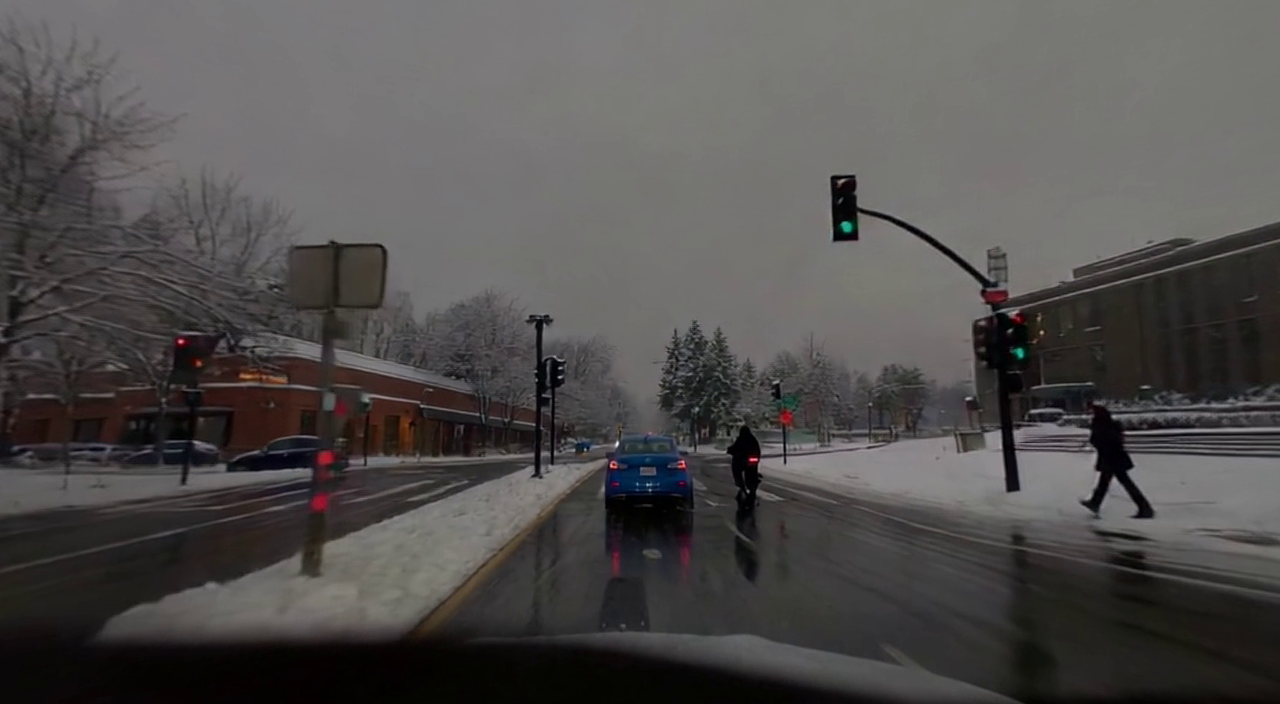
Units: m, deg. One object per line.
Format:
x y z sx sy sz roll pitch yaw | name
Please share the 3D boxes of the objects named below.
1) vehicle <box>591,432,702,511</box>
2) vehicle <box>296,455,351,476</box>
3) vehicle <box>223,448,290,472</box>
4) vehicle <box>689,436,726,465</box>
0.094 2.588 14.075 2.118 1.480 3.949 0 -9 -1 | vehicle
-19.407 6.946 38.695 1.259 1.181 2.744 -6 -10 31 | vehicle
-21.503 6.046 35.375 1.433 1.269 2.779 -6 -10 31 | vehicle
4.584 6.584 42.317 2.212 1.790 4.768 -2 -9 9 | vehicle
